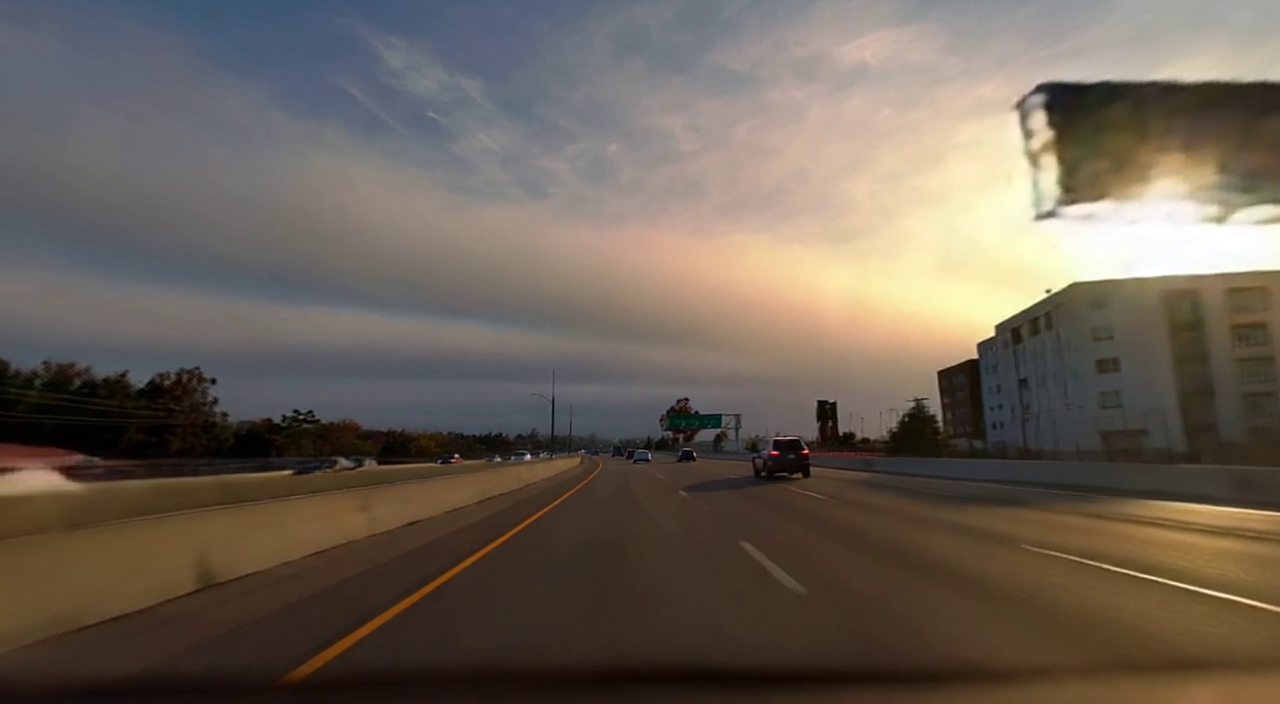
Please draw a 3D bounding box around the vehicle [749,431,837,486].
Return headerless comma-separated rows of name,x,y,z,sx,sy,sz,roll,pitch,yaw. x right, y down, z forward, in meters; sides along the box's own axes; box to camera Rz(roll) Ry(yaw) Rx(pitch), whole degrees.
vehicle,6.098,4.314,25.859,2.181,1.952,4.973,-1,-9,-2
